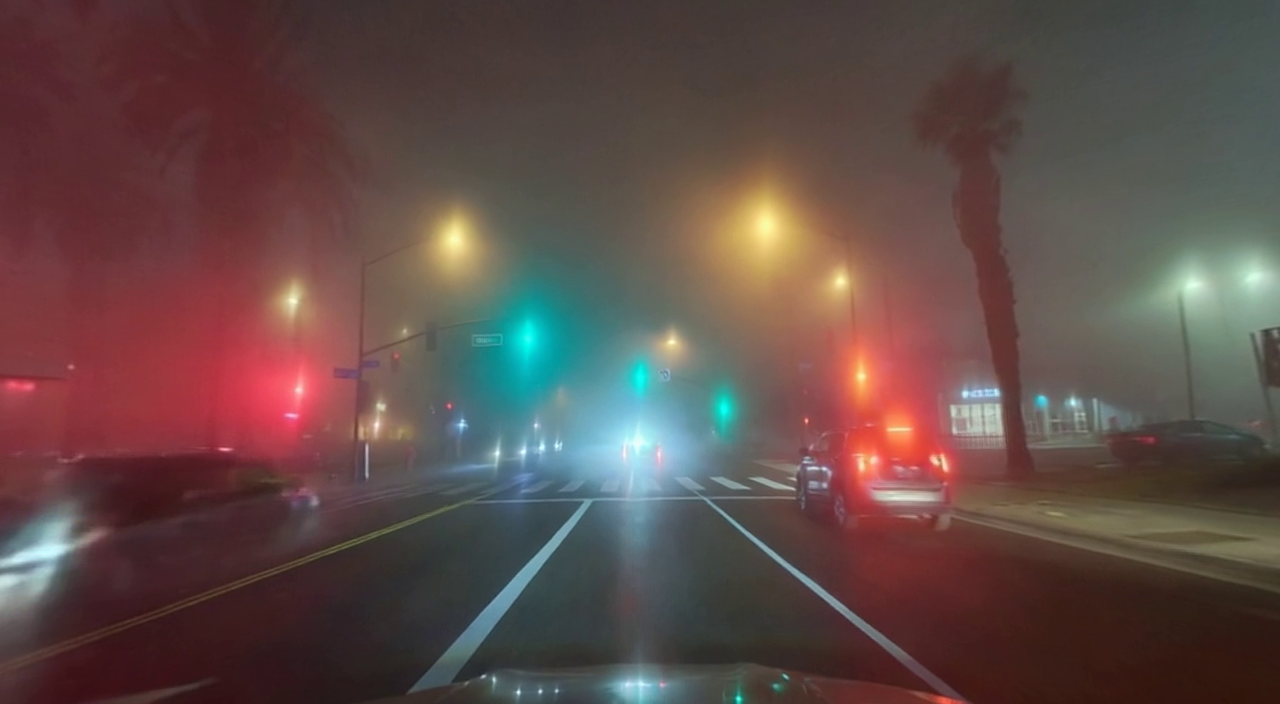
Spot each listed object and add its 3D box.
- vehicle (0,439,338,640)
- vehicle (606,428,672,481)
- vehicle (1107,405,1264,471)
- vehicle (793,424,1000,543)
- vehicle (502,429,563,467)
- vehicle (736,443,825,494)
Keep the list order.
[{"bbox_3d":[-5.425,1.715,6.947,2.009,1.461,4.484,0,-8,0],"label":"vehicle"},{"bbox_3d":[-0.068,3.885,24.136,2.264,1.798,4.531,0,-8,-1],"label":"vehicle"},{"bbox_3d":[16.879,2.600,19.606,3.704,1.556,1.790,-3,-1,-14],"label":"vehicle"},{"bbox_3d":[4.289,2.247,11.526,2.070,1.711,4.480,-1,-8,3],"label":"vehicle"},{"bbox_3d":[-5.551,5.044,33.325,2.324,1.808,4.946,0,-8,0],"label":"vehicle"},{"bbox_3d":[4.412,3.712,20.575,1.963,1.449,4.653,0,-8,2],"label":"vehicle"}]
